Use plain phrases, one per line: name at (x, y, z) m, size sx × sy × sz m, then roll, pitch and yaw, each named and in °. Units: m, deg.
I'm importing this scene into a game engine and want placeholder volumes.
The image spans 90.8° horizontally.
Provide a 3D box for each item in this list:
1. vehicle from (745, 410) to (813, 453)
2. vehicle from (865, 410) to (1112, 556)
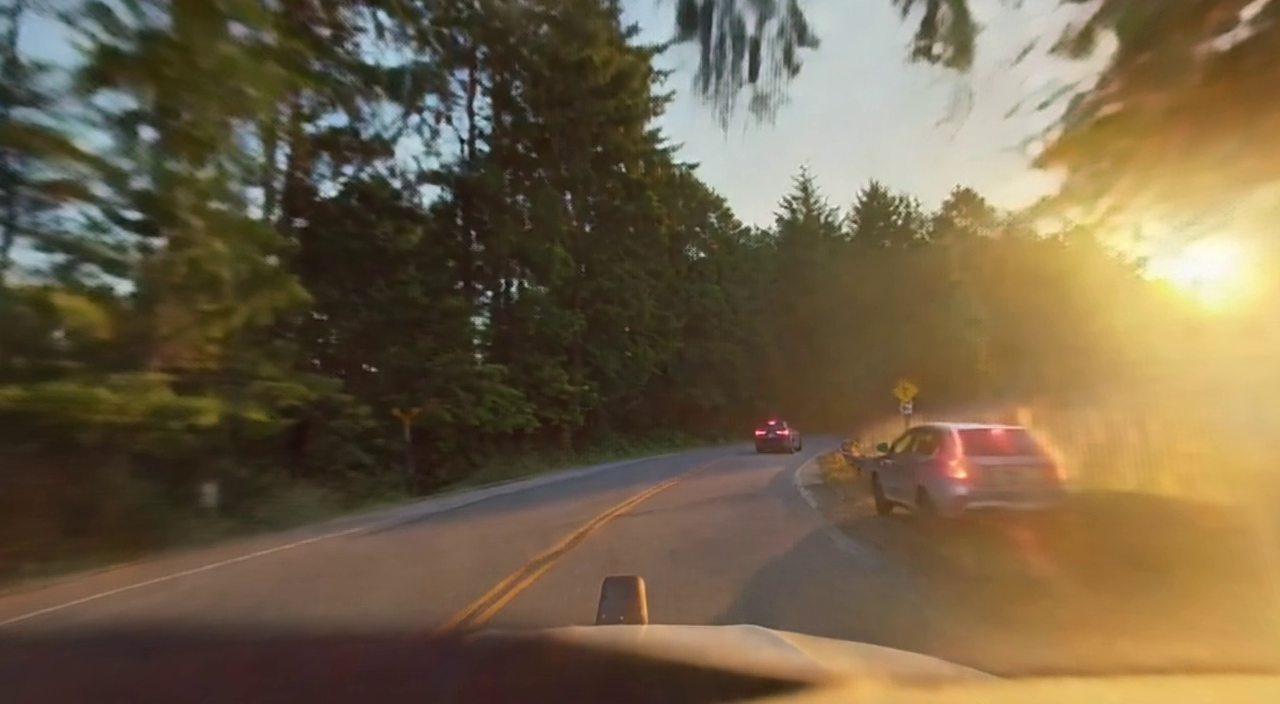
vehicle at (7.104, 4.037, 31.772) m, size 2.469 × 1.953 × 5.605 m, roll -3°, pitch -9°, yaw 21°
vehicle at (5.163, 1.954, 10.262) m, size 2.172 × 1.773 × 4.601 m, roll -1°, pitch -8°, yaw 12°
